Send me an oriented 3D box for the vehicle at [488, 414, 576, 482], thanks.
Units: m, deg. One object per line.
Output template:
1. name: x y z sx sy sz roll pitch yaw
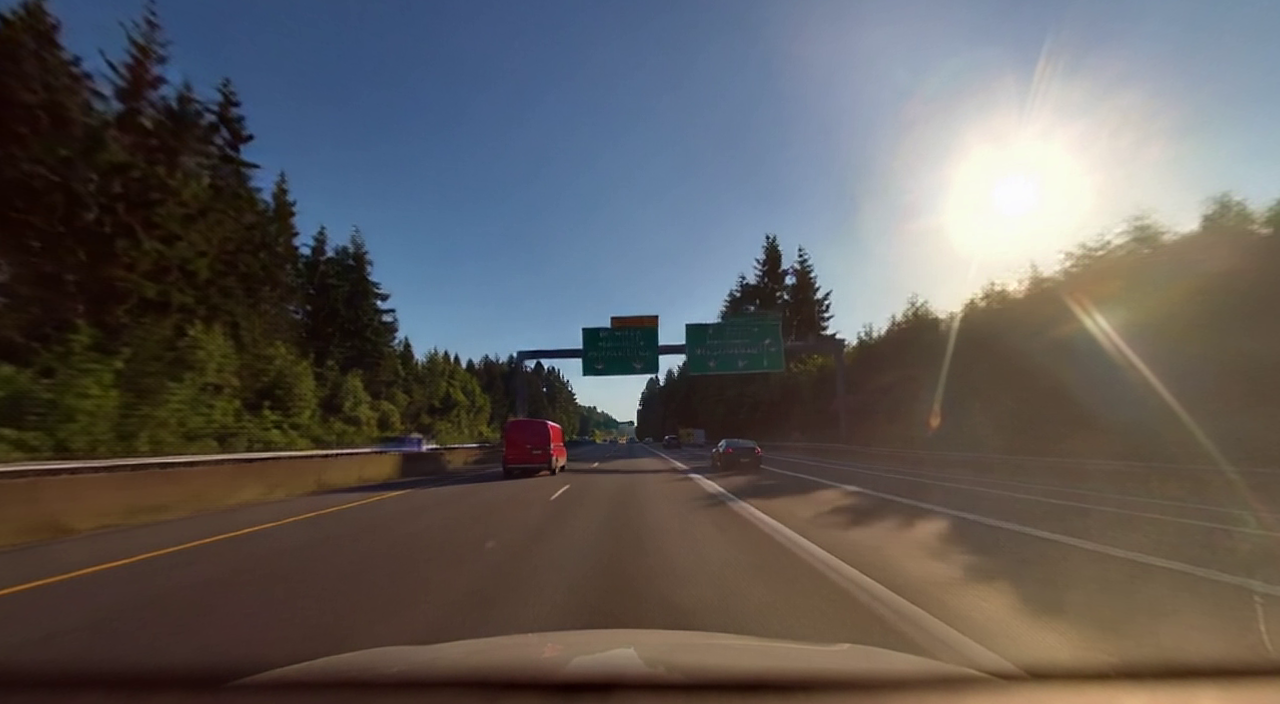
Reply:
1. vehicle: -3.580 3.291 21.992 2.275 2.053 5.082 0 -7 -2

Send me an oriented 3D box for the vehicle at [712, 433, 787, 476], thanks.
1. vehicle: 3.988 3.781 23.640 2.020 1.464 3.803 0 -7 -2
